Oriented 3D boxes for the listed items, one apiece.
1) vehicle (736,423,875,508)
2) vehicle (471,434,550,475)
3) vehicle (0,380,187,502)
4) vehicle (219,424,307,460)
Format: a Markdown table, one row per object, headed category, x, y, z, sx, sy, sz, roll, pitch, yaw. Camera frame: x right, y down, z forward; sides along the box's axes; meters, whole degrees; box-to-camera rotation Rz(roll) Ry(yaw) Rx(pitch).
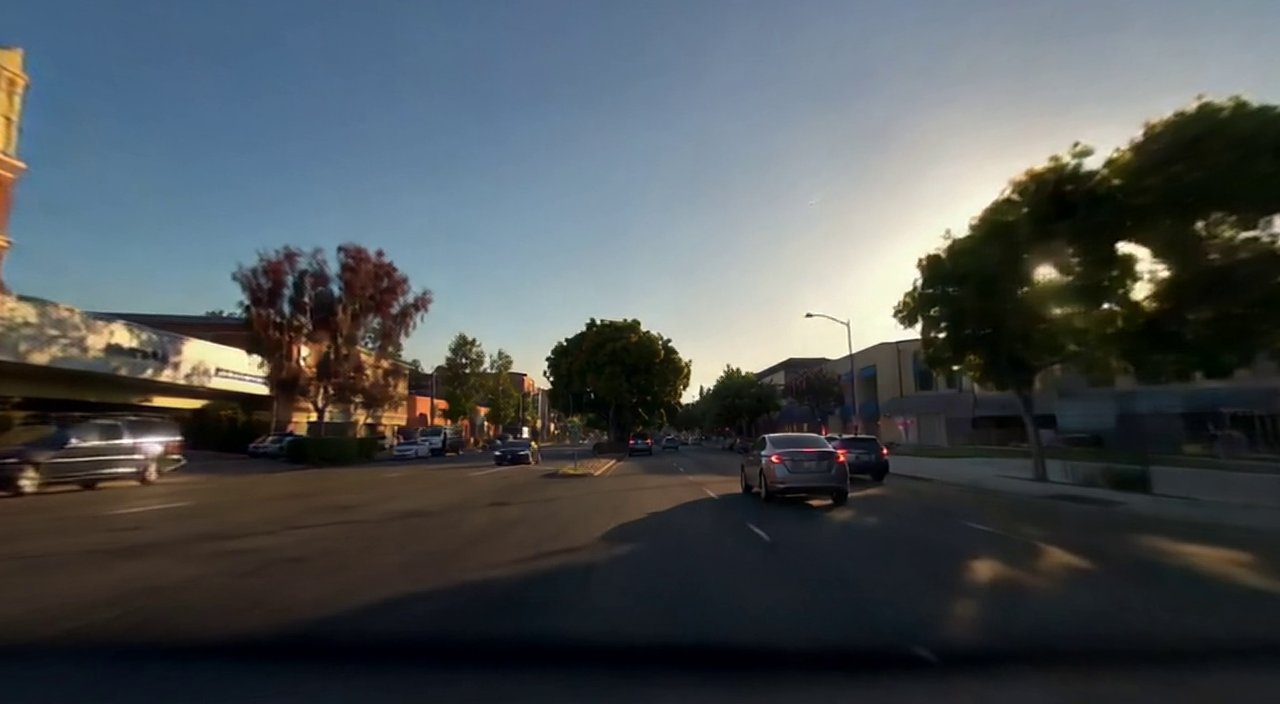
| category | x | y | z | sx | sy | sz | roll | pitch | yaw |
| --- | --- | --- | --- | --- | --- | --- | --- | --- | --- |
| vehicle | 3.582 | 2.524 | 14.462 | 2.072 | 1.669 | 3.836 | 0 | -8 | -1 |
| vehicle | -4.784 | 3.854 | 23.969 | 2.084 | 1.415 | 4.580 | 0 | -8 | -1 |
| vehicle | -18.911 | 2.937 | 20.769 | 2.783 | 3.367 | 6.723 | 0 | -8 | 1 |
| vehicle | -25.172 | 6.006 | 42.488 | 2.200 | 2.170 | 6.131 | 0 | -7 | -1 |
